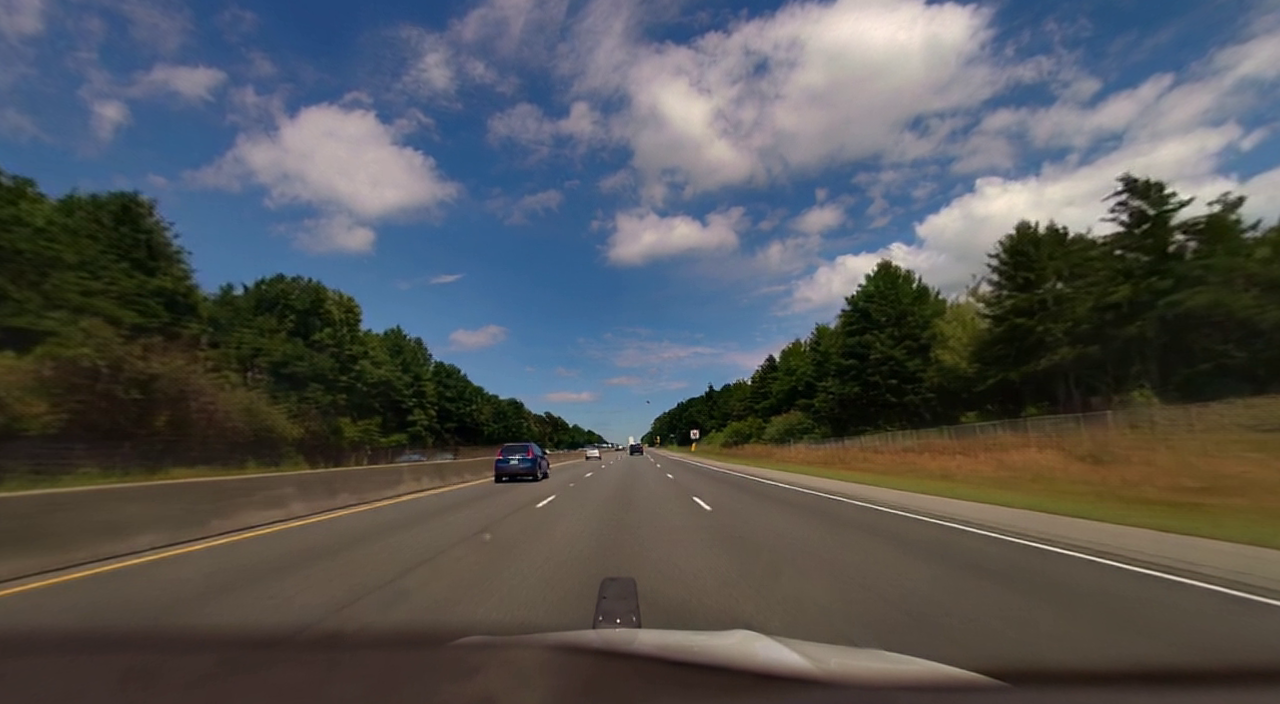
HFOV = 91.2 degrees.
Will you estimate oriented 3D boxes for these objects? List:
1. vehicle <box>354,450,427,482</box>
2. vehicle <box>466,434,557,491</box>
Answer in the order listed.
[{"bbox_3d":[-12.848,5.873,32.558,2.007,1.495,4.319,0,-9,0],"label":"vehicle"},{"bbox_3d":[-4.170,3.671,21.114,2.151,1.693,4.201,0,-9,0],"label":"vehicle"}]
